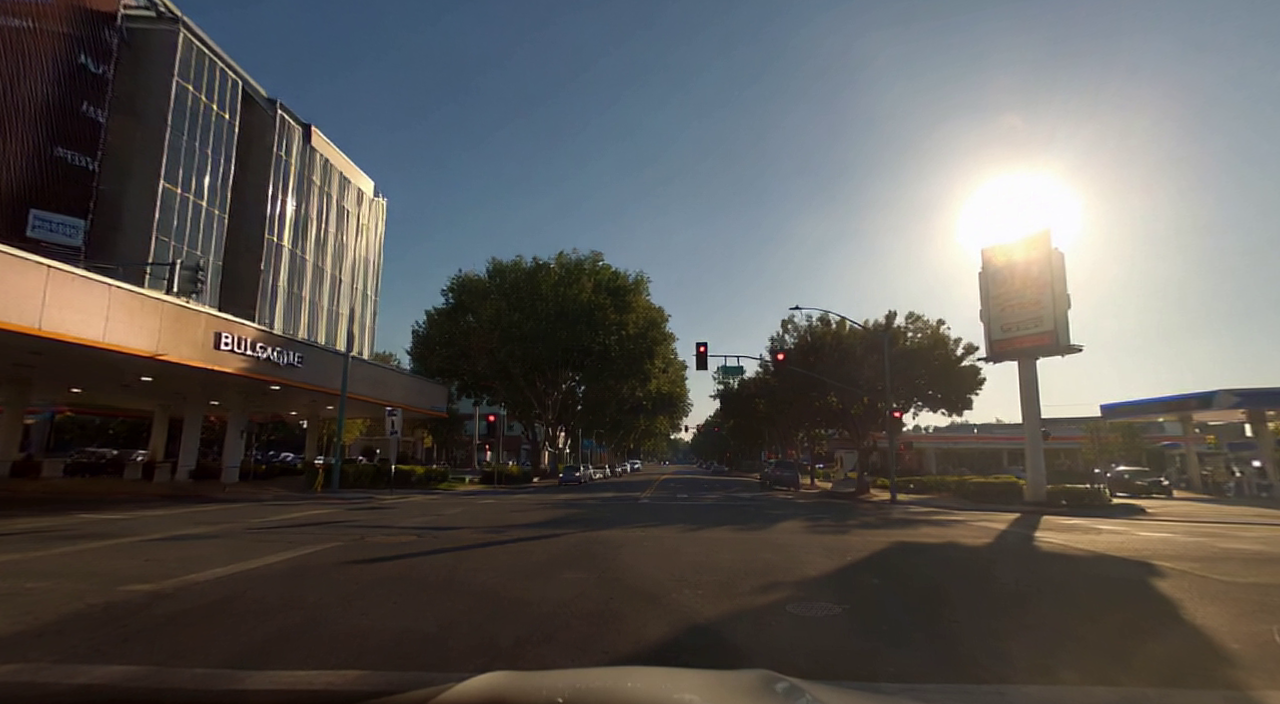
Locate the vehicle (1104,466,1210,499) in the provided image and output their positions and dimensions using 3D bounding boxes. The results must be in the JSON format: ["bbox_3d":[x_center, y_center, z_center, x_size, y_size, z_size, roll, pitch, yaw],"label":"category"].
[{"bbox_3d":[27.992,7.053,34.334,1.897,1.466,4.211,1,-8,-6],"label":"vehicle"}]
